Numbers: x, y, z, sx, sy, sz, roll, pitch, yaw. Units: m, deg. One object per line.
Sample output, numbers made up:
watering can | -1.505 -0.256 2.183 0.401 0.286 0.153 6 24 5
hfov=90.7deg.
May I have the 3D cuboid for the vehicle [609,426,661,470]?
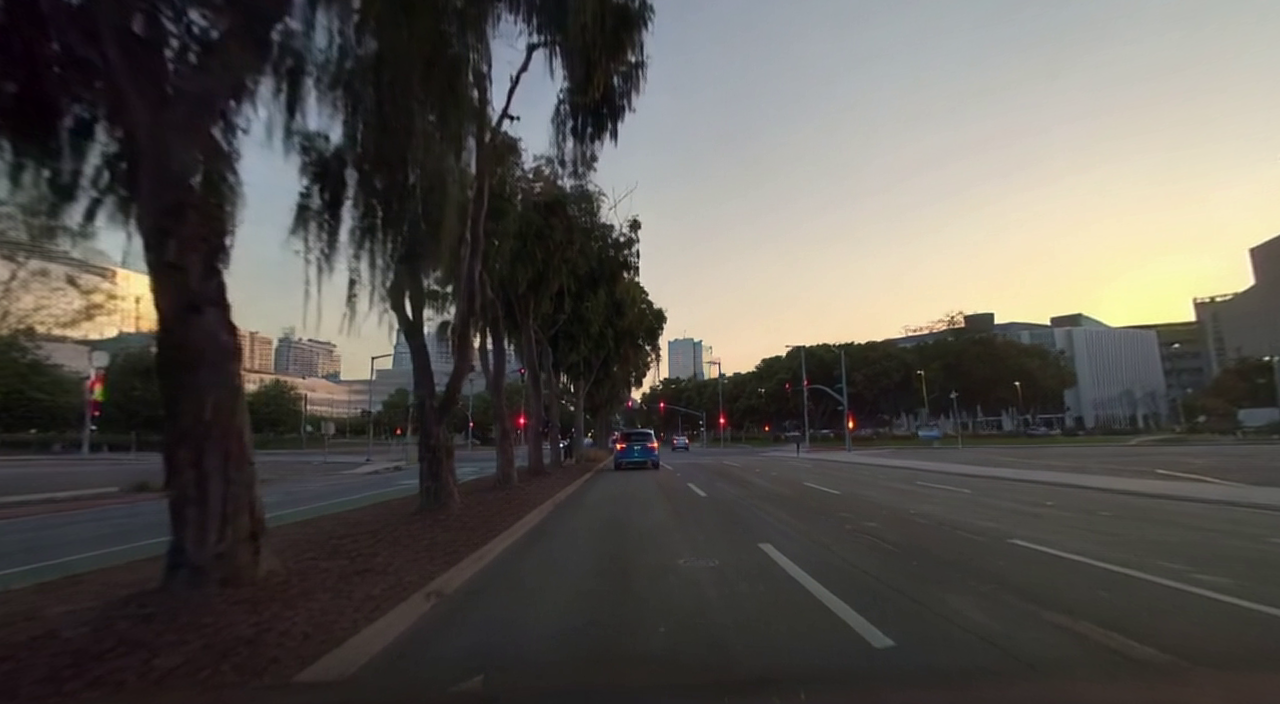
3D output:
vehicle | -0.265 4.577 30.261 2.267 1.926 4.708 0 -9 -1
